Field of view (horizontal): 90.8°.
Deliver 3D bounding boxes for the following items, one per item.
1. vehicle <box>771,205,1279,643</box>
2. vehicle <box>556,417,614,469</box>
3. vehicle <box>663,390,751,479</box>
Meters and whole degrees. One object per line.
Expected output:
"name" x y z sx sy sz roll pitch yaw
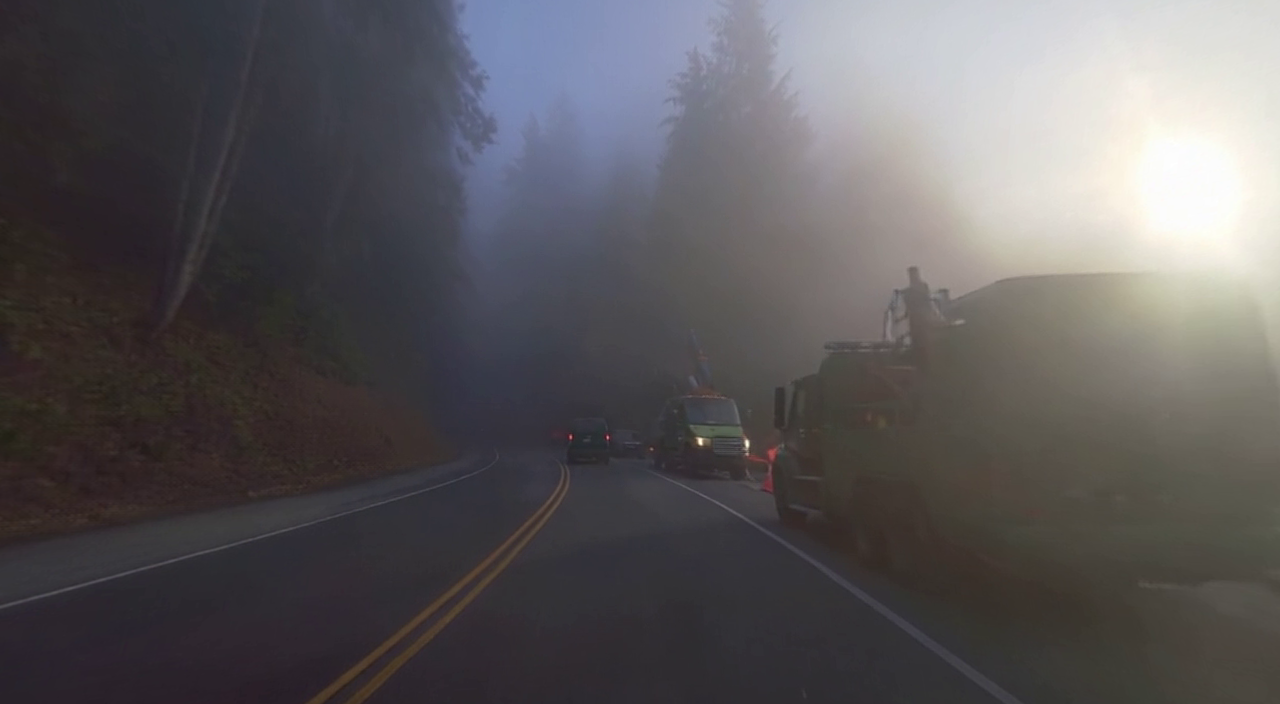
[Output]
"vehicle" 4.380 1.046 9.040 3.126 3.310 8.534 0 -8 0
"vehicle" -2.668 4.262 29.531 2.362 2.223 4.892 1 -9 -8
"vehicle" 2.428 3.186 24.180 2.703 3.066 4.047 1 -8 -3
